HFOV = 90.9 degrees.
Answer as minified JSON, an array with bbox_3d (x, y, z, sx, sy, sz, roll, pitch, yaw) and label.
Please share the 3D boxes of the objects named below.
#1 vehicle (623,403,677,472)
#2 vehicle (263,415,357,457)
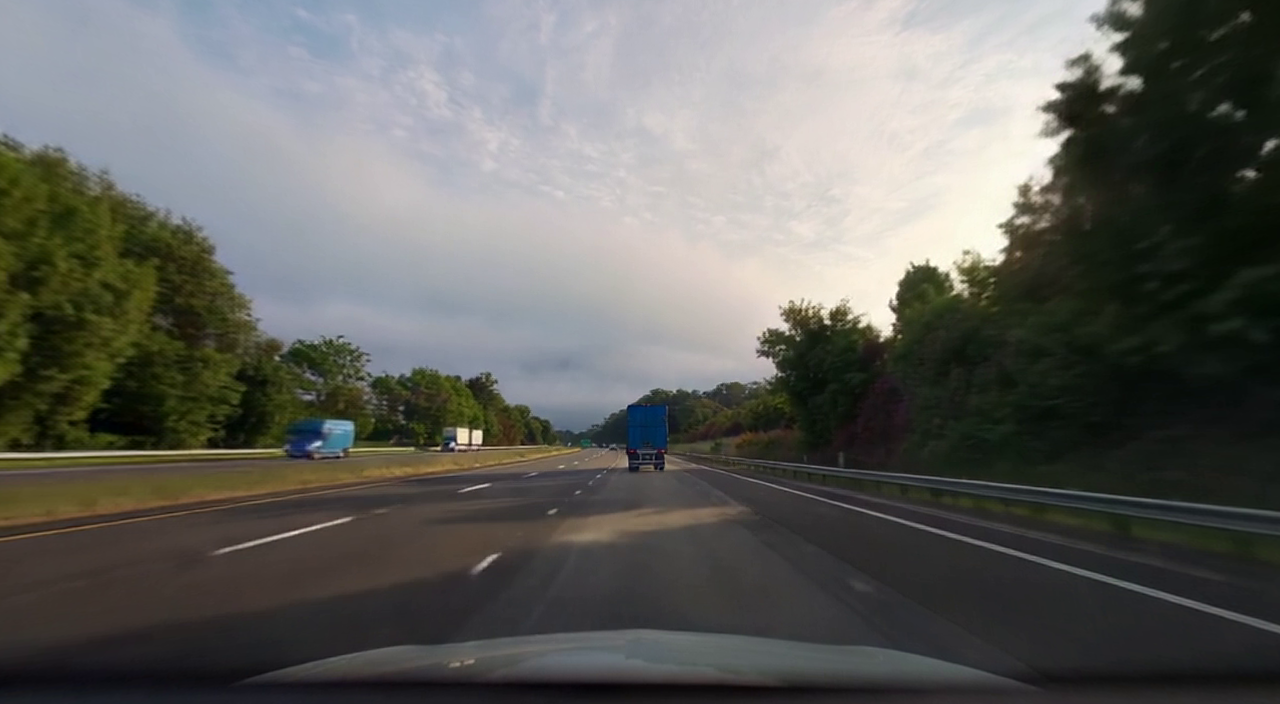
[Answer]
[{"bbox_3d":[0.430,5.820,42.222,3.055,4.009,10.972,0,-9,-2],"label":"vehicle"},{"bbox_3d":[-19.998,5.232,38.558,2.270,2.351,5.551,-1,-10,5],"label":"vehicle"}]
